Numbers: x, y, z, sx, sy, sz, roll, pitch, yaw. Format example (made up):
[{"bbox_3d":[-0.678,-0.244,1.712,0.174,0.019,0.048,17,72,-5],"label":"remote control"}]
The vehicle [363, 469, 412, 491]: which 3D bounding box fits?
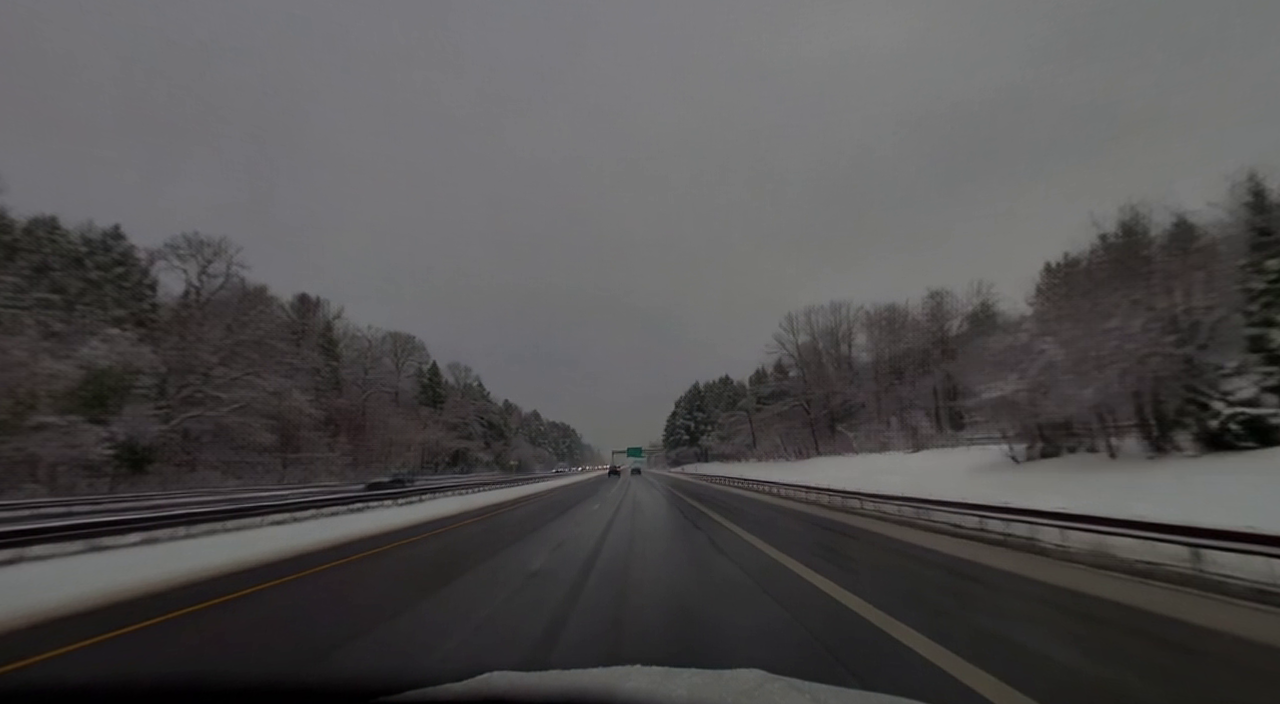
[{"bbox_3d":[-17.408,8.822,43.627,1.750,1.441,3.702,1,-10,1],"label":"vehicle"}]
